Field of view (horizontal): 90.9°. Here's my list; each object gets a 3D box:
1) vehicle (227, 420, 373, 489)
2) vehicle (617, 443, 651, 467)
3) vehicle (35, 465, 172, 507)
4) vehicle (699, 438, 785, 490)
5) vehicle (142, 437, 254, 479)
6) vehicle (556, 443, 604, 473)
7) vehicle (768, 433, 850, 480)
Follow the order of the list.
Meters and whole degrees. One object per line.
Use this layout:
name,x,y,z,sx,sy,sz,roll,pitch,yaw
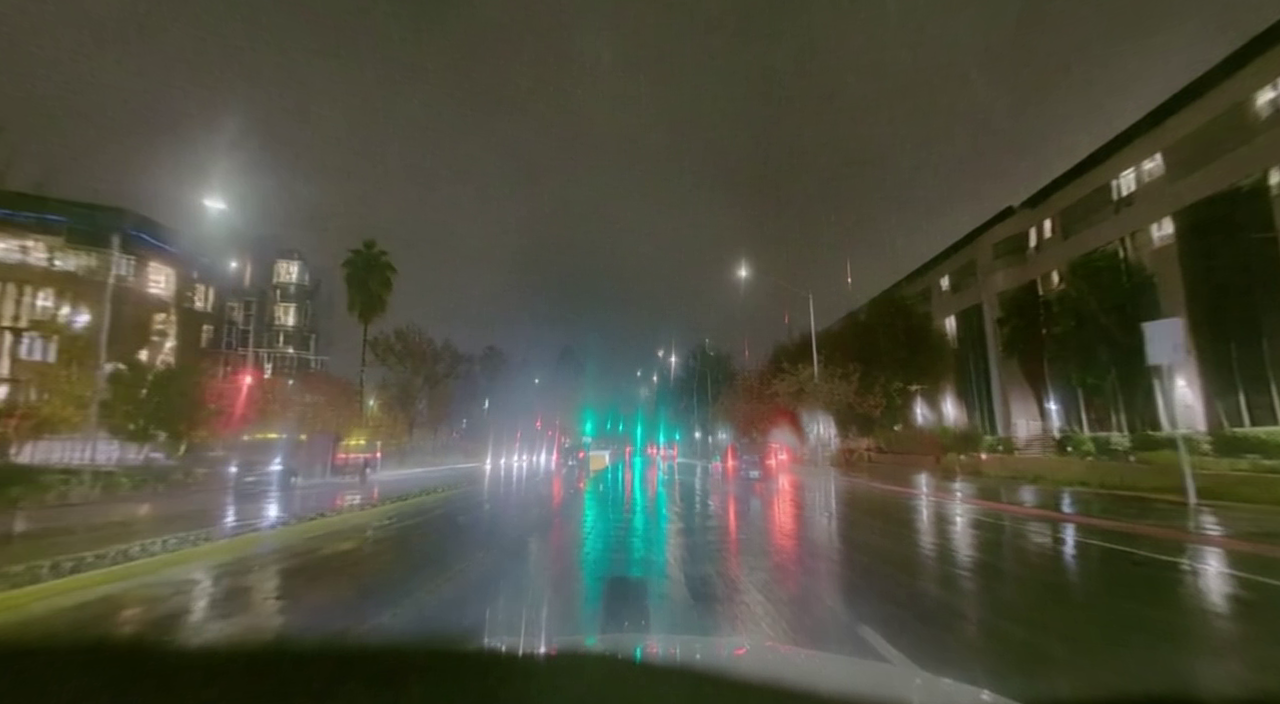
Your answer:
vehicle,-19.063,5.827,36.365,2.995,3.396,9.534,0,-9,0
vehicle,-0.380,6.720,41.386,2.101,1.480,3.929,0,-9,0
vehicle,-22.572,5.602,26.795,1.871,1.471,4.482,0,-9,0
vehicle,3.237,3.651,20.886,1.990,1.486,4.431,0,-9,-1
vehicle,-31.594,7.587,45.213,6.185,2.849,2.291,0,-9,-1
vehicle,-3.174,5.741,34.311,2.082,1.467,4.379,-1,-9,1
vehicle,6.922,4.357,26.458,2.023,1.758,4.795,0,-9,-1
